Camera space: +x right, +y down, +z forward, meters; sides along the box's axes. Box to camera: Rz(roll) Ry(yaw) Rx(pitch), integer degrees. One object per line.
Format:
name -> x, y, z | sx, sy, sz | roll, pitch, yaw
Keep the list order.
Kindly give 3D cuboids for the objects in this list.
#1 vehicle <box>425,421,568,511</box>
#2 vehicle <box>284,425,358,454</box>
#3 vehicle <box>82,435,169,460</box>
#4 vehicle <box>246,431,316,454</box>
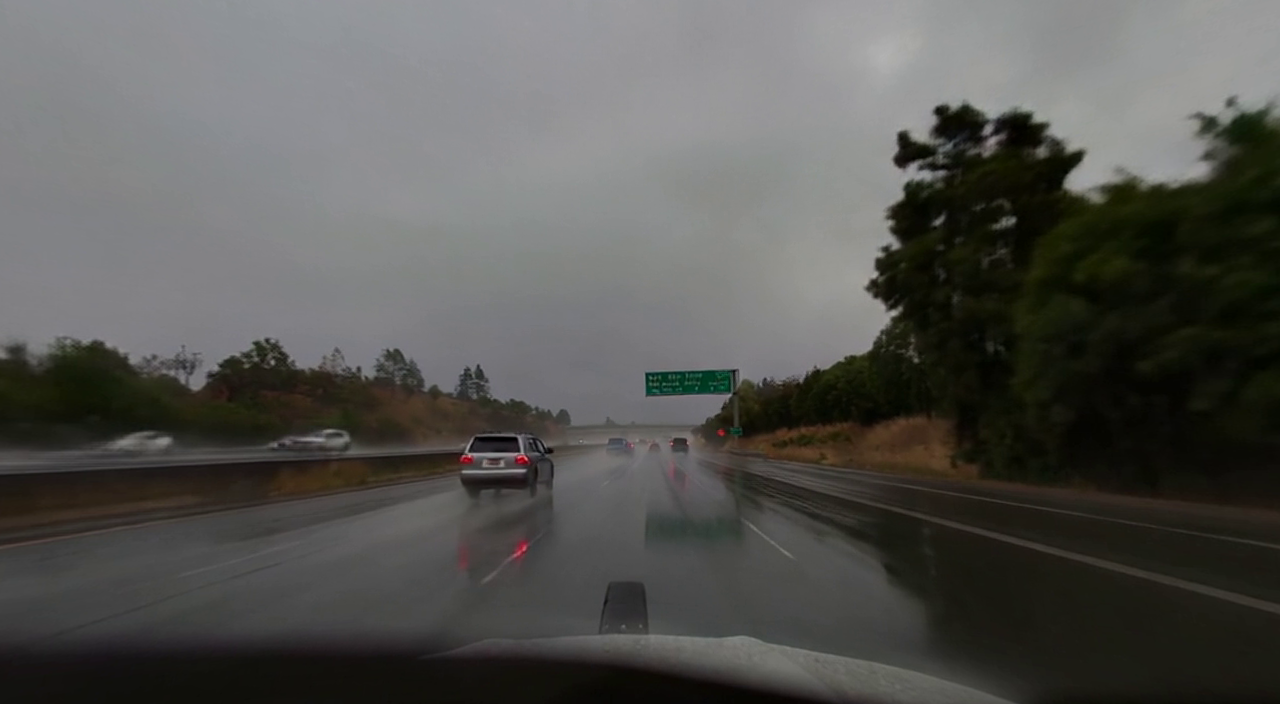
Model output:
vehicle -> -3.236, 2.717, 15.445 | 2.218, 1.848, 4.789 | 0, -9, 2
vehicle -> -23.917, 6.636, 47.620 | 2.243, 1.985, 6.208 | 0, -9, 1
vehicle -> -32.211, 6.011, 39.671 | 1.783, 1.513, 4.313 | 0, -9, 0
vehicle -> -28.085, 7.169, 49.585 | 2.144, 1.674, 5.580 | 0, -9, 1
